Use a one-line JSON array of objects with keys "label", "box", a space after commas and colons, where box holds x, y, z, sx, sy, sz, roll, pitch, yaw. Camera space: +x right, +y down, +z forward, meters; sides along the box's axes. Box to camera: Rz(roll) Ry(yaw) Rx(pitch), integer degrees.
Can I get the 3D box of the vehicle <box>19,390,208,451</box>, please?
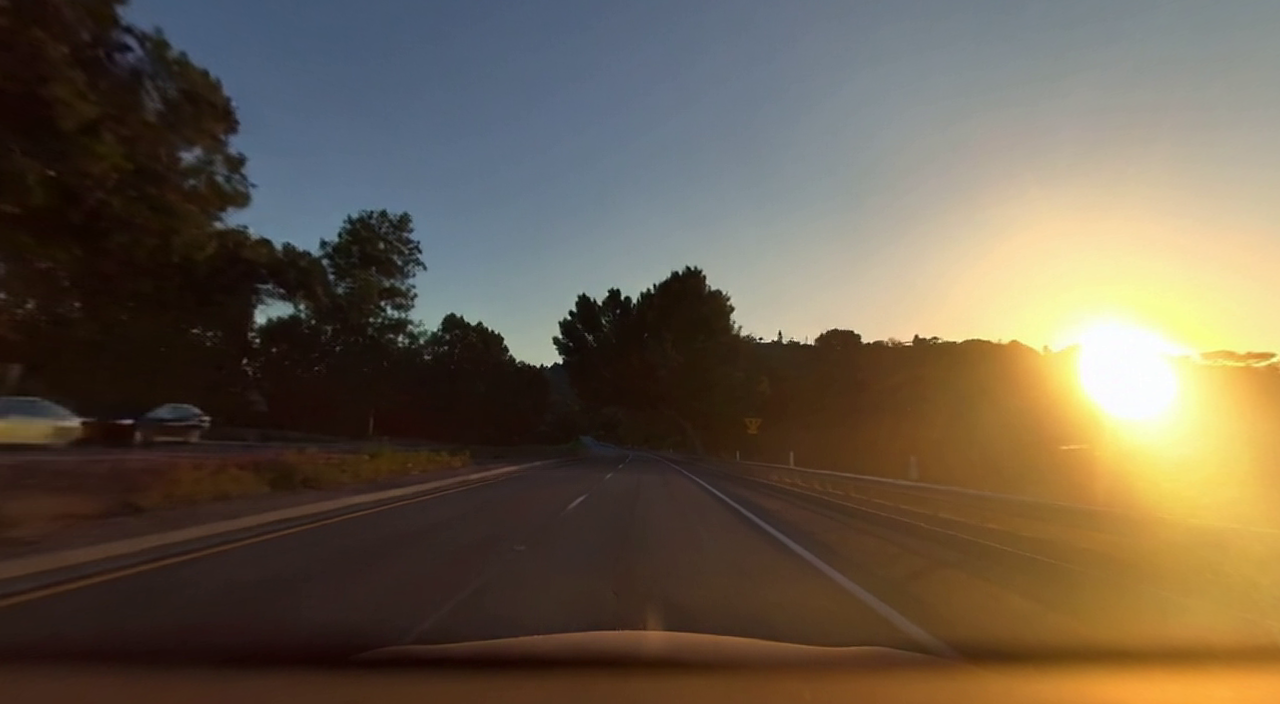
[{"label": "vehicle", "box": [-18.193, 2.517, 22.137, 2.306, 1.894, 4.871, 0, -9, 1]}]
